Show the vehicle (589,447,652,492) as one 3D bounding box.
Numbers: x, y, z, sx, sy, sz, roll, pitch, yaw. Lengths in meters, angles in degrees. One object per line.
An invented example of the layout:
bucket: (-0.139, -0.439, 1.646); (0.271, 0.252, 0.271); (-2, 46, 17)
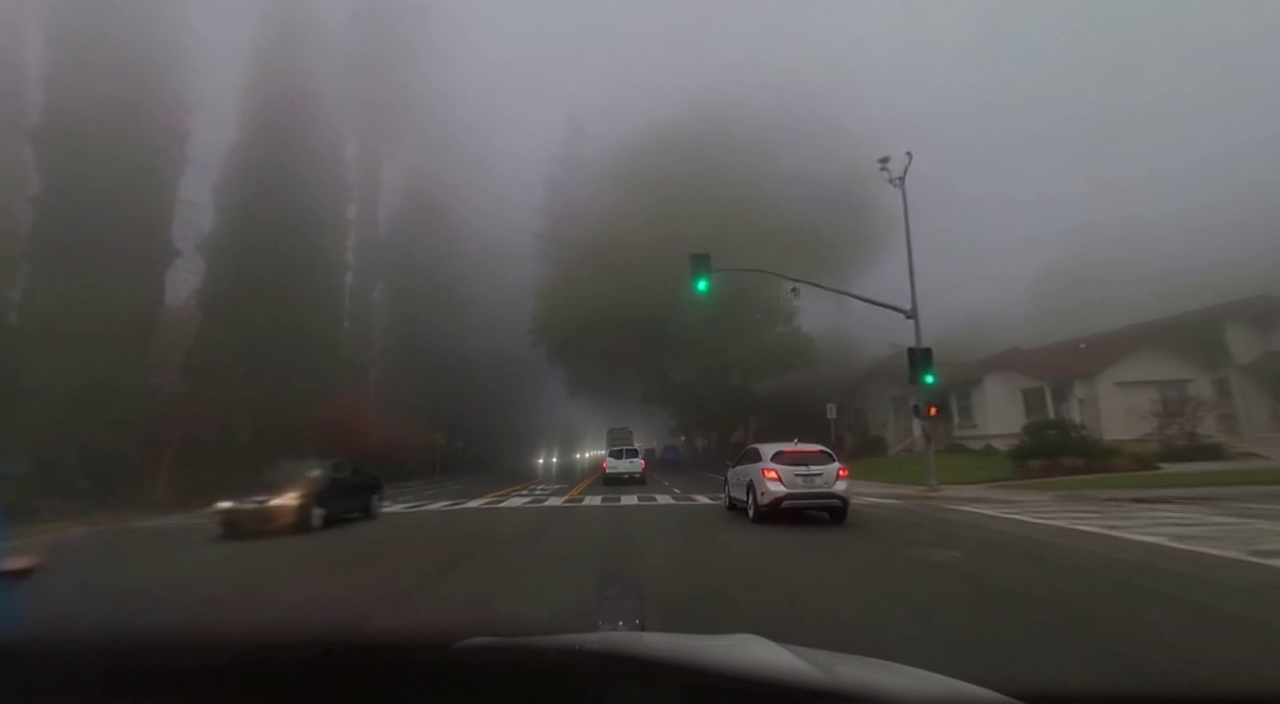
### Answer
vehicle: (-0.728, 4.274, 23.476); (2.114, 1.483, 4.207); (0, -8, -2)

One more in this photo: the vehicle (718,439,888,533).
vehicle: (2.834, 2.434, 12.161); (1.973, 1.447, 4.402); (0, -8, -2)

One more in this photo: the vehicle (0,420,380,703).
vehicle: (-3.266, 1.131, 3.176); (2.096, 1.472, 4.618); (0, -8, -2)

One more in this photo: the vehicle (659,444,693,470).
vehicle: (2.702, 8.071, 48.843); (2.187, 1.847, 4.553); (0, -8, -3)
